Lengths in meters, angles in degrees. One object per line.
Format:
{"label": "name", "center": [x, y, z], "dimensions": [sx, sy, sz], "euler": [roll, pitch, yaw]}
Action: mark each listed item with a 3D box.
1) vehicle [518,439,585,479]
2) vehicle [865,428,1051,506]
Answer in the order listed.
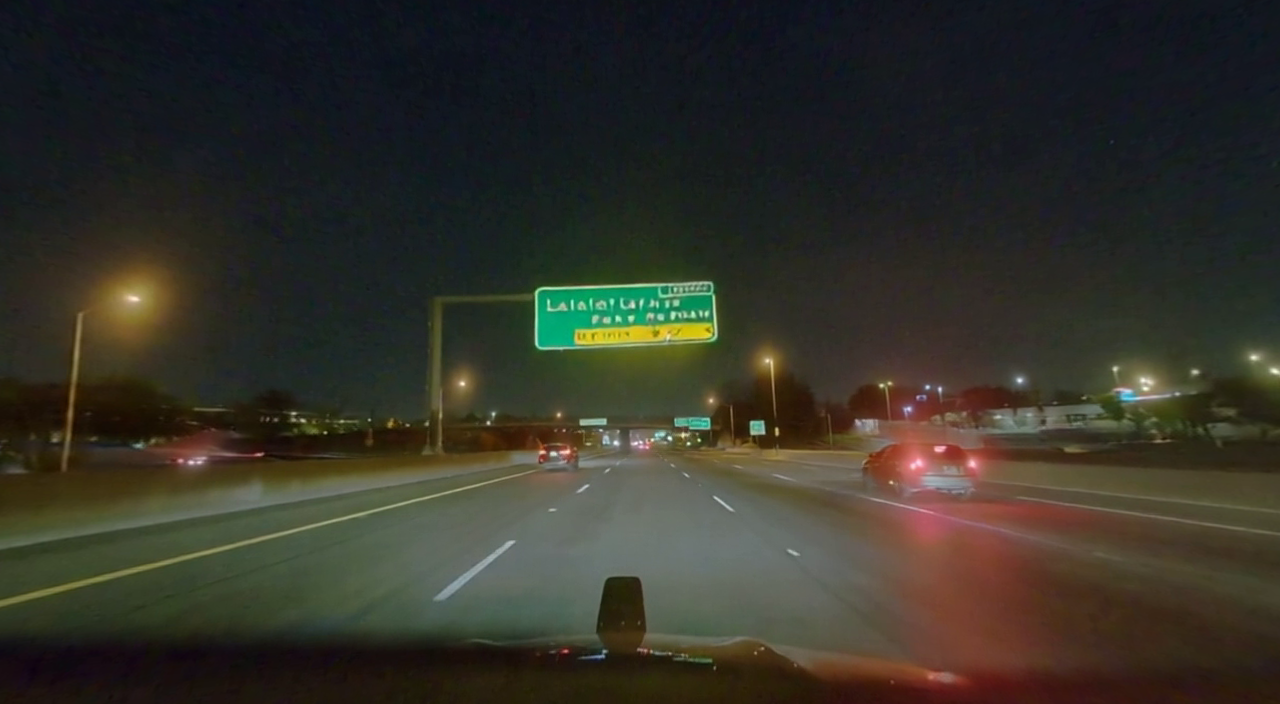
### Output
{"label": "vehicle", "center": [-3.630, 4.519, 26.723], "dimensions": [2.055, 1.533, 4.604], "euler": [0, -8, 2]}
{"label": "vehicle", "center": [7.483, 2.756, 15.514], "dimensions": [2.032, 1.601, 4.863], "euler": [0, -8, 0]}
